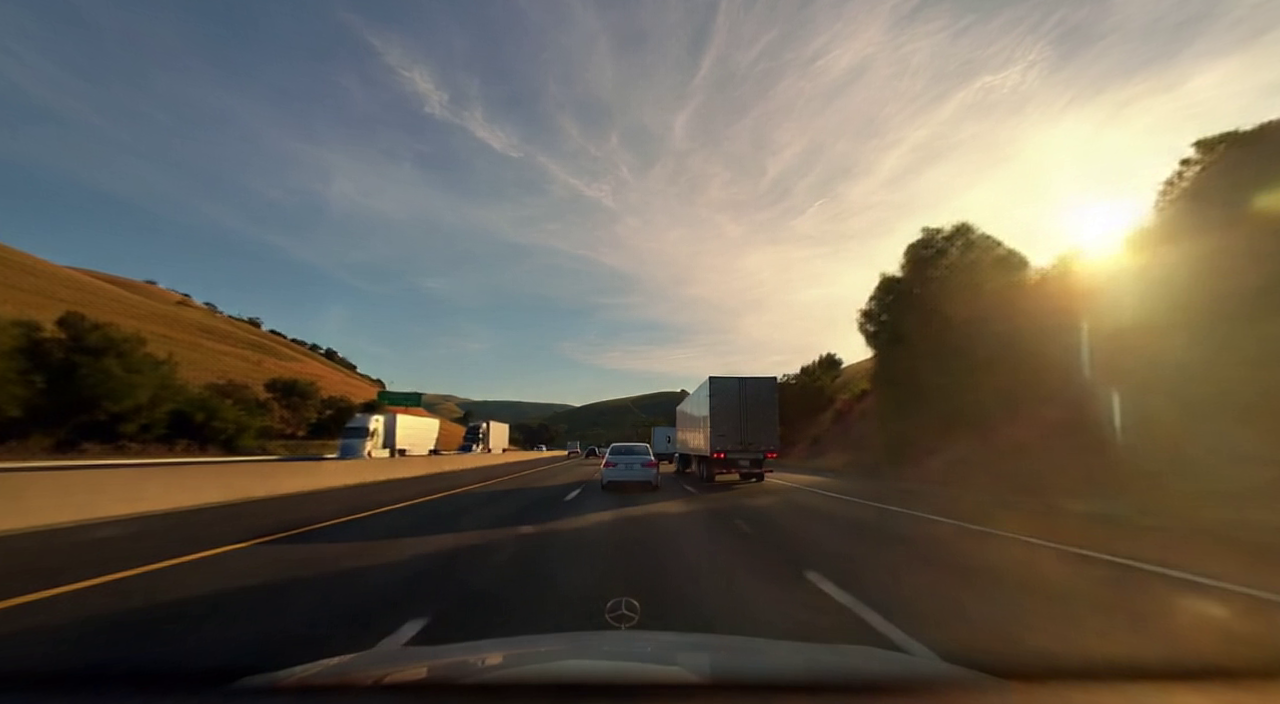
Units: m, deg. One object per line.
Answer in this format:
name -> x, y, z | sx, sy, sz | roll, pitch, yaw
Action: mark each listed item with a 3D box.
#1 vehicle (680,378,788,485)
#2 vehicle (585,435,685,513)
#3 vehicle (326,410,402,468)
vehicle -> 3.971, 4.084, 30.833 | 2.812, 4.024, 14.098 | 0, -9, -1
vehicle -> -0.122, 2.878, 15.266 | 2.109, 1.639, 3.768 | 0, -9, -1
vehicle -> -20.202, 6.482, 46.622 | 2.977, 3.953, 5.858 | 0, -9, -1
